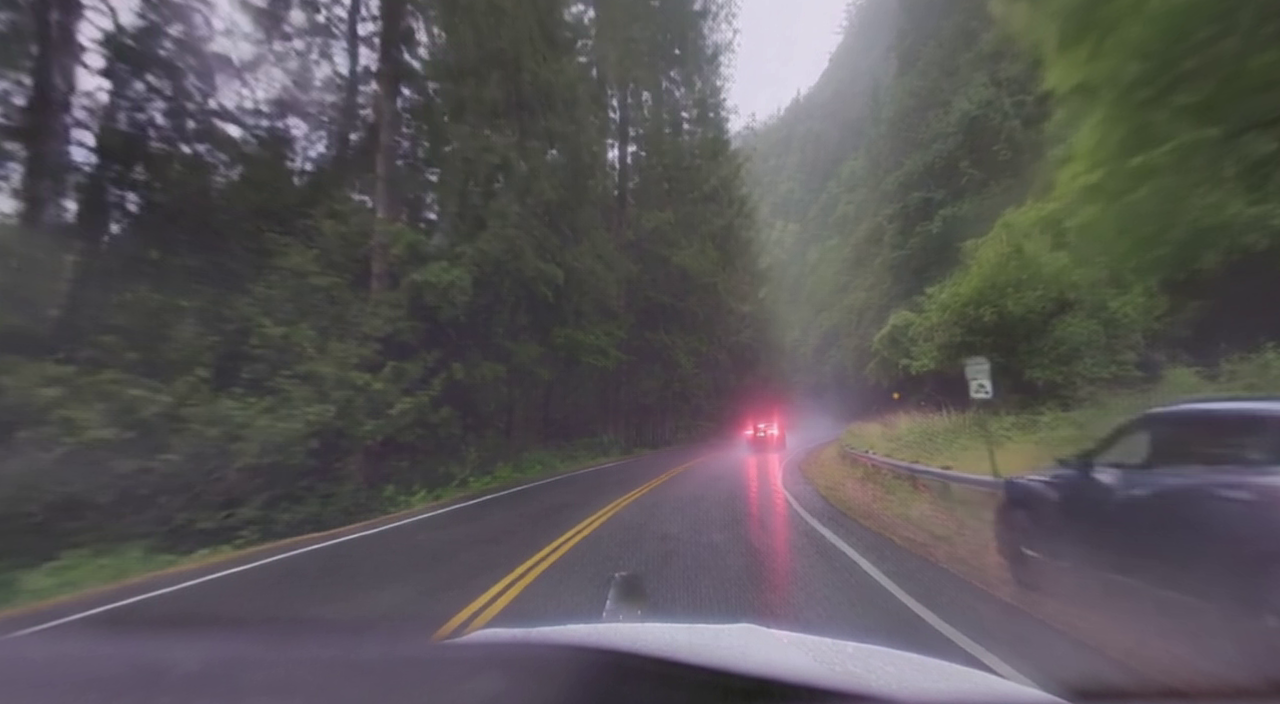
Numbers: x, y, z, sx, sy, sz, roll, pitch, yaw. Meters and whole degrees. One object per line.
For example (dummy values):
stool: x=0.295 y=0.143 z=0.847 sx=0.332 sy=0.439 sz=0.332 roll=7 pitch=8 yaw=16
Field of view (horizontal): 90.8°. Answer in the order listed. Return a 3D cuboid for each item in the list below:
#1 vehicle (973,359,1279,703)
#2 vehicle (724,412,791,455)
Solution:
vehicle: x=4.343 y=1.094 z=4.182 sx=2.172 sy=1.773 sz=4.601 roll=-1 pitch=-9 yaw=7
vehicle: x=6.049 y=4.192 z=31.917 sx=2.469 sy=1.953 sz=5.605 roll=-3 pitch=-9 yaw=19
